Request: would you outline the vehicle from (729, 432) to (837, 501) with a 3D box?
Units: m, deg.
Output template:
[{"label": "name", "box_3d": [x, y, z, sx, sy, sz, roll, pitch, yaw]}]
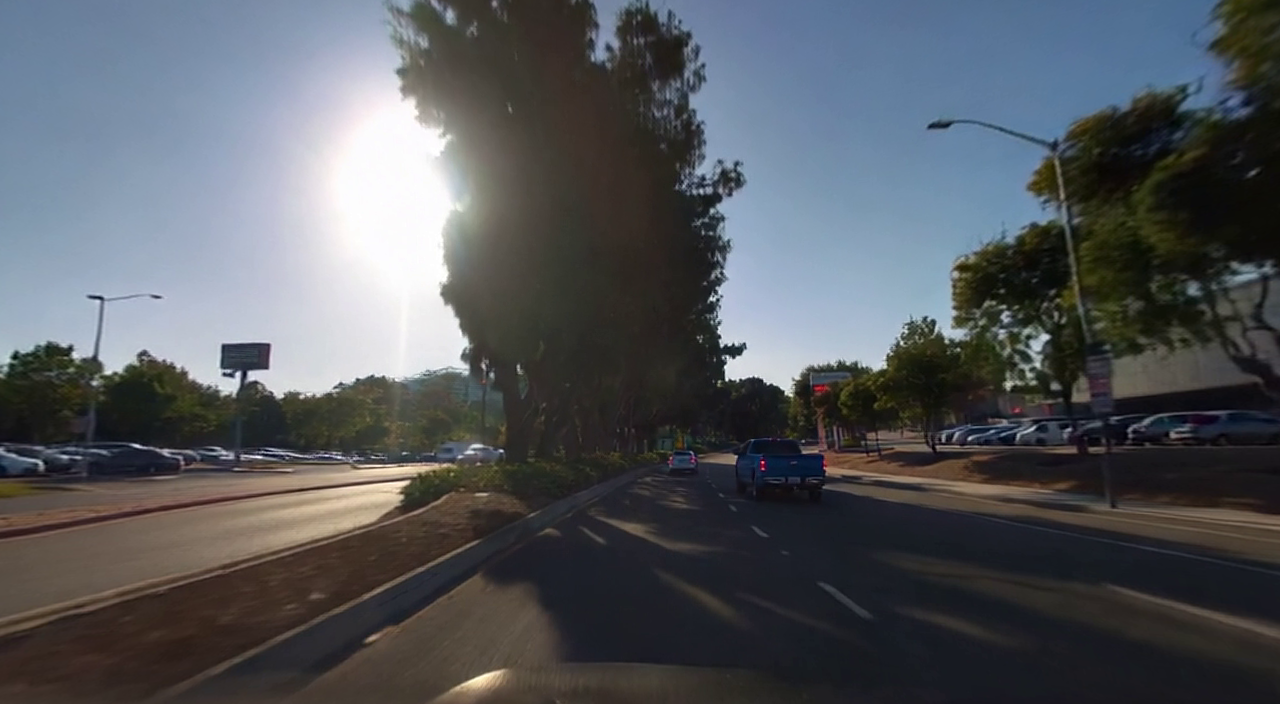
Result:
[{"label": "vehicle", "box_3d": [4.451, 3.683, 20.690, 2.367, 1.919, 5.651, 0, -9, 2]}]

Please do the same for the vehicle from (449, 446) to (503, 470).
[{"label": "vehicle", "box_3d": [-11.228, 7.298, 43.514, 2.008, 1.553, 4.642, -1, -9, 6]}]

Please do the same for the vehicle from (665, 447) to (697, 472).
[{"label": "vehicle", "box_3d": [2.708, 7.025, 41.221, 1.968, 1.521, 4.262, 0, -9, 5]}]
